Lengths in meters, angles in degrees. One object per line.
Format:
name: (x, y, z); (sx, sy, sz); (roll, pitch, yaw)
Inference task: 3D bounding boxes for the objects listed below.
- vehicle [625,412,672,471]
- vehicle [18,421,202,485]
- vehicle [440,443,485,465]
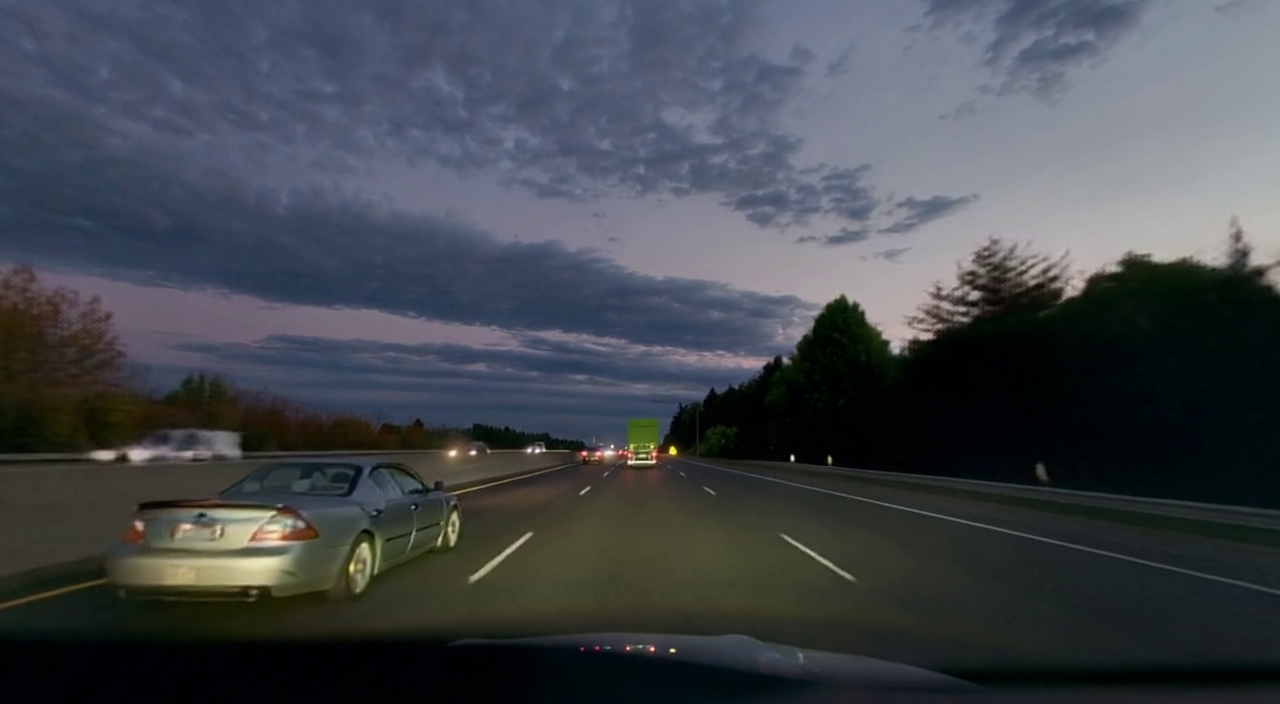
vehicle: (0.454, 6.305, 43.999); (2.893, 3.628, 9.081); (0, -9, -1)
vehicle: (-16.897, 3.266, 20.475); (2.073, 1.817, 4.402); (0, -9, 0)
vehicle: (-12.642, 7.286, 45.058); (2.104, 1.492, 3.856); (0, -9, 0)
